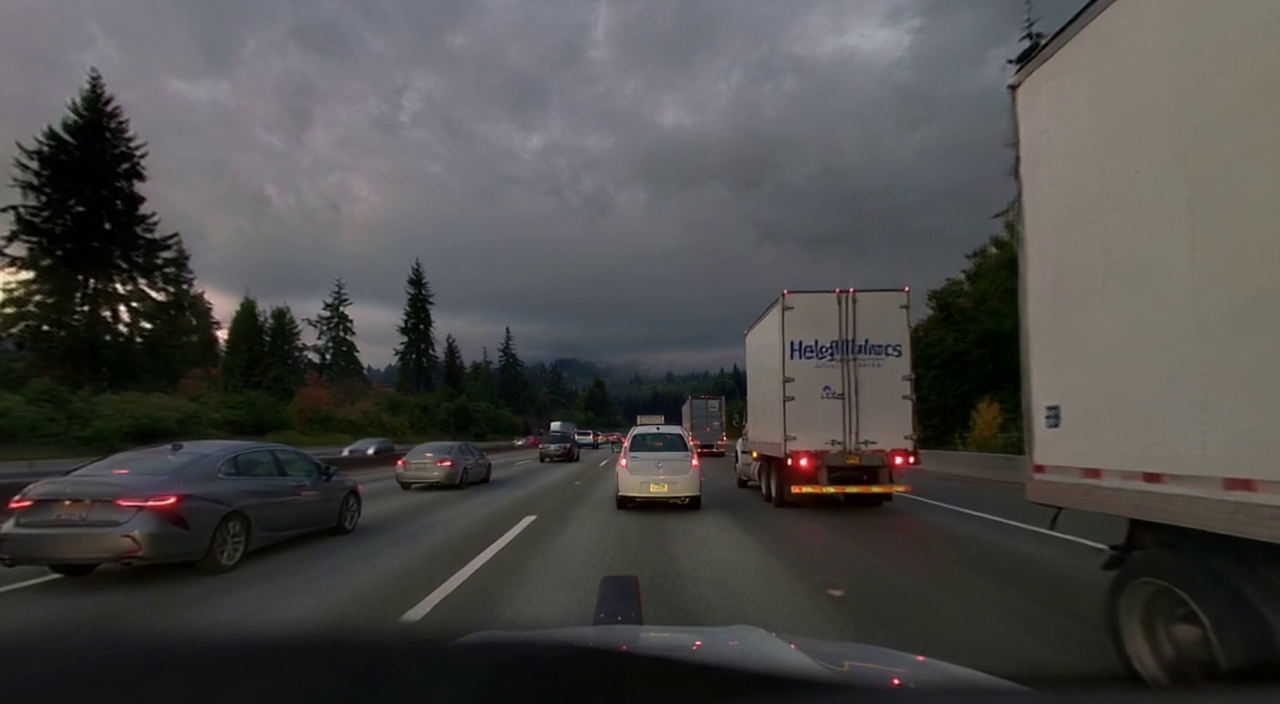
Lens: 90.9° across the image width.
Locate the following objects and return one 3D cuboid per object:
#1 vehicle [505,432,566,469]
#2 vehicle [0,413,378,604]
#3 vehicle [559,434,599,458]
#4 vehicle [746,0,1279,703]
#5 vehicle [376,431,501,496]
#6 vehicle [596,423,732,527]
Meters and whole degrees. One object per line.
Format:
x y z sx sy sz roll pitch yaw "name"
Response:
-4.537 4.339 28.035 1.887 1.493 4.411 0 -8 1 "vehicle"
-4.586 1.505 6.941 1.821 1.514 3.677 0 -8 0 "vehicle"
-3.836 5.964 40.174 2.005 1.475 4.466 0 -8 2 "vehicle"
4.009 0.346 7.822 2.817 3.989 14.321 0 -8 0 "vehicle"
-5.032 2.815 16.380 1.880 1.458 3.978 0 -8 1 "vehicle"
0.328 2.036 11.011 1.973 1.505 3.568 0 -8 -1 "vehicle"
